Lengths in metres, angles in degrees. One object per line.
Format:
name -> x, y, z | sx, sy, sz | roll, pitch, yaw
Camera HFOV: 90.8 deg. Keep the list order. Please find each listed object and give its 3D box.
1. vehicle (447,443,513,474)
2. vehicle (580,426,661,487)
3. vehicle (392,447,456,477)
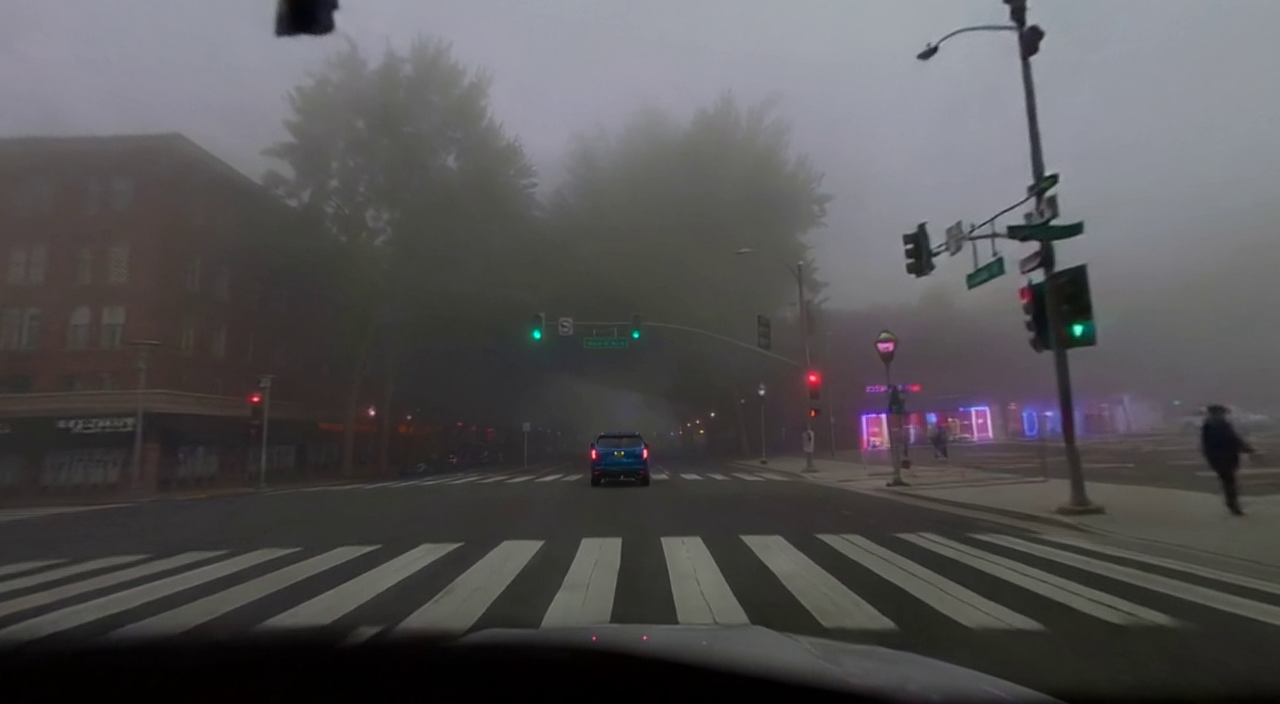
vehicle -> -8.319, 5.574, 33.331 | 2.152, 1.468, 4.737 | 0, -8, 1
vehicle -> -0.575, 3.424, 21.040 | 2.382, 1.796, 4.610 | 0, -8, 0
vehicle -> -11.781, 6.024, 34.803 | 1.972, 1.475, 4.381 | 0, -8, 0
